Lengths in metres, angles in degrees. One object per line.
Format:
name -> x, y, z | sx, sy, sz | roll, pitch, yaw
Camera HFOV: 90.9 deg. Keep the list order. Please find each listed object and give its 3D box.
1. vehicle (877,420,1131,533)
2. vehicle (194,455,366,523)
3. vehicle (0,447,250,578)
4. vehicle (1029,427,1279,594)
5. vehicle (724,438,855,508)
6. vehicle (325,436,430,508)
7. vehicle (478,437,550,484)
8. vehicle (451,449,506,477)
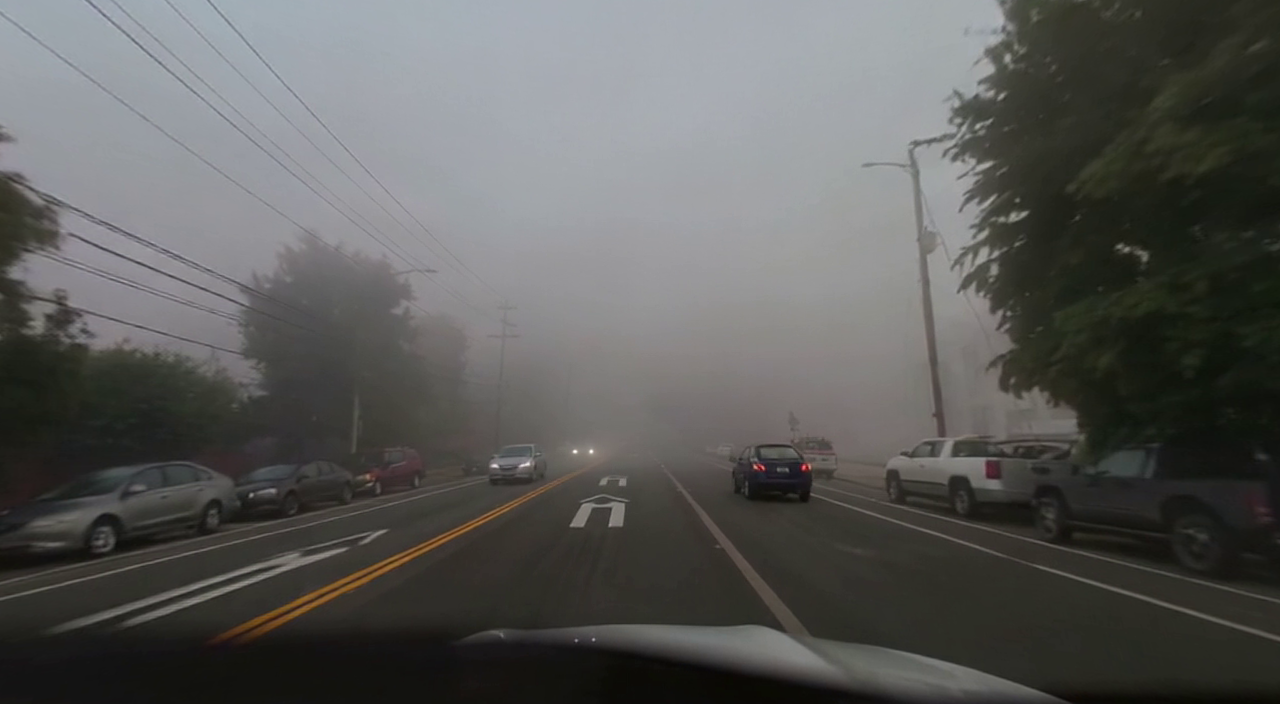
vehicle -> 7.735, 2.698, 14.460 | 2.380, 2.030, 5.861 | 0, -8, 1
vehicle -> -9.357, 3.551, 16.908 | 1.949, 1.502, 4.264 | -1, -8, 3
vehicle -> -9.429, 2.694, 11.364 | 1.961, 1.683, 4.483 | -3, -7, 1
vehicle -> 7.660, 1.966, 8.617 | 1.811, 1.749, 4.308 | 0, -8, -2
vehicle -> 3.553, 2.974, 16.010 | 2.059, 1.489, 4.629 | 0, -8, -1
vehicle -> -9.432, 4.268, 23.081 | 1.981, 1.975, 4.534 | -3, -4, -1
vehicle -> -5.084, 4.432, 26.094 | 2.050, 1.729, 4.269 | 0, -8, 1
vehicle -> -9.337, 6.434, 36.825 | 1.944, 1.524, 4.404 | -1, -8, 1
